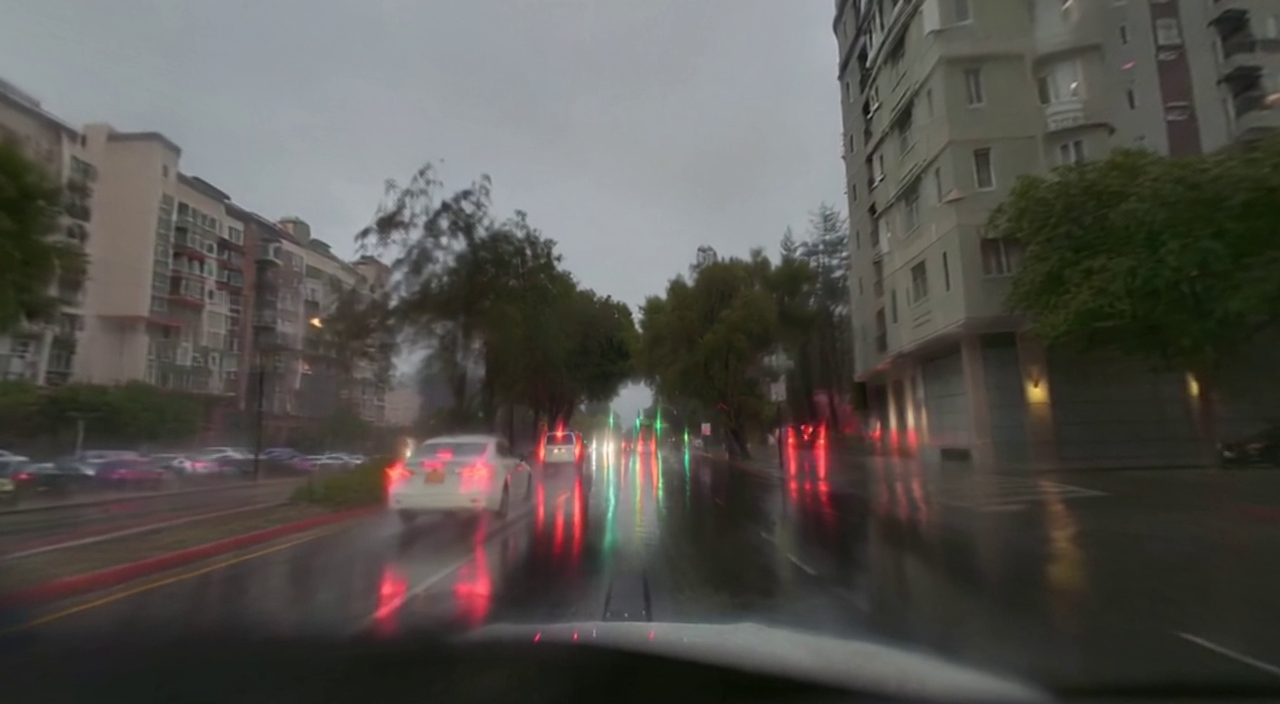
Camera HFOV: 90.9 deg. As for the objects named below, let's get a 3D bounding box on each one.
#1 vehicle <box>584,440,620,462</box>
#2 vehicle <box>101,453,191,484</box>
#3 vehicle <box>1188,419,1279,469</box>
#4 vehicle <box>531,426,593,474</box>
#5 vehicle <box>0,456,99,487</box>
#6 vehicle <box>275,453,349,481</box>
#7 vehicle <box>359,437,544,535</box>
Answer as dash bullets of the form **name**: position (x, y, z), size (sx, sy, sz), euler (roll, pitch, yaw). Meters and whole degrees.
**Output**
- **vehicle**: position (-2.646, 7.072, 45.029), size (2.246, 1.481, 4.146), euler (0, -9, 2)
- **vehicle**: position (-28.669, 6.744, 36.768), size (1.859, 1.614, 4.102), euler (0, -9, 1)
- **vehicle**: position (22.506, 3.299, 22.550), size (3.857, 1.679, 2.044), euler (0, -9, -1)
- **vehicle**: position (-3.438, 4.421, 28.611), size (2.152, 1.987, 4.527), euler (0, -9, 1)
- **vehicle**: position (-34.293, 6.883, 36.496), size (1.868, 1.591, 4.503), euler (0, -9, 0)
- **vehicle**: position (-19.641, 6.893, 38.013), size (1.878, 1.472, 4.736), euler (0, -9, 1)
- **vehicle**: position (-3.055, 2.267, 11.307), size (1.959, 1.406, 4.272), euler (0, -9, 1)
